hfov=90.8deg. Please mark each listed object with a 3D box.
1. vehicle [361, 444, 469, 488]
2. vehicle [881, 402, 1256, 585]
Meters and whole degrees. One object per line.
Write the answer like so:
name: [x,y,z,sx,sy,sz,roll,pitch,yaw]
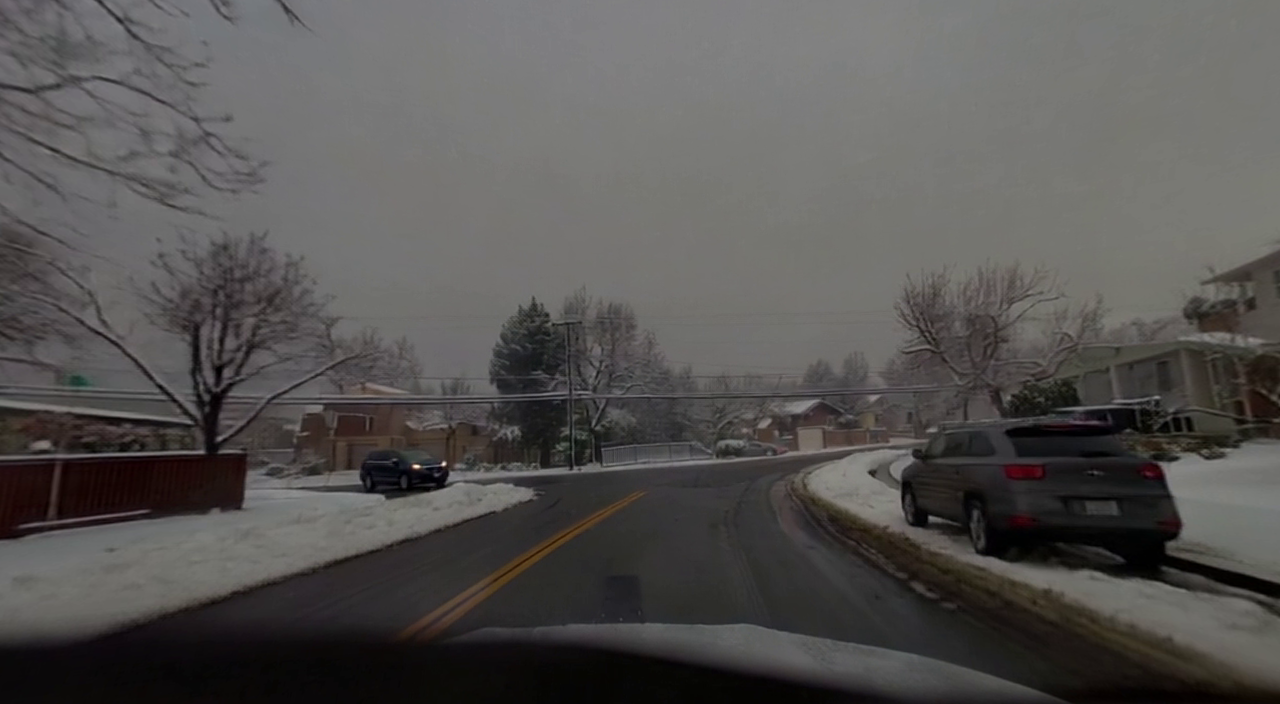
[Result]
vehicle: [-9.500,4.746,26.641,4.270,1.683,1.984,-5,-10,31]
vehicle: [4.902,1.668,8.274,2.105,1.705,4.392,-1,-9,5]
